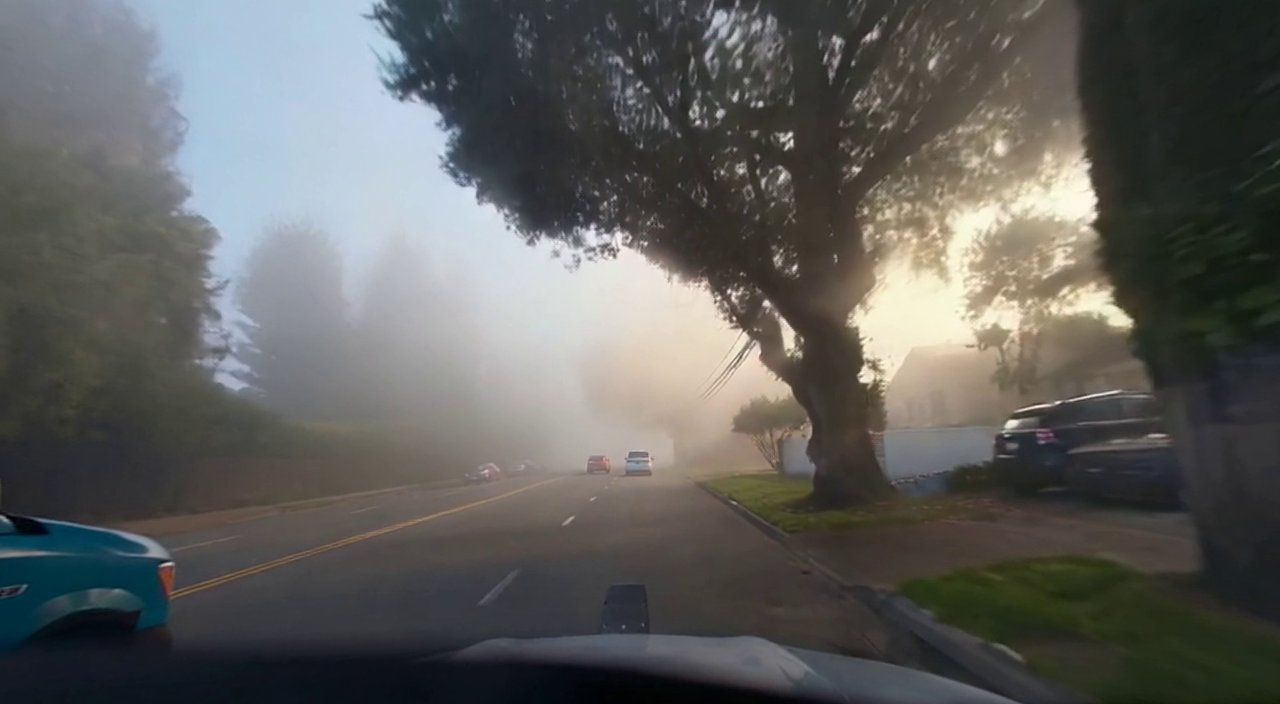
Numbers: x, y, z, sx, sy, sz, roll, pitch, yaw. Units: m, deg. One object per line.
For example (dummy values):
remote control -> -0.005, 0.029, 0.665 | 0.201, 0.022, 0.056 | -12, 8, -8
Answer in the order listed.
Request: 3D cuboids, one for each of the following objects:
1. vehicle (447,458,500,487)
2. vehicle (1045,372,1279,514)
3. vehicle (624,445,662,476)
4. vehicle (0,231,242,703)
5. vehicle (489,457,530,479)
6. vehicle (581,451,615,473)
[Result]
vehicle -> -9.815, 7.150, 37.517 | 1.879, 1.494, 4.445 | -2, -9, 1
vehicle -> 8.884, 1.283, 9.537 | 3.992, 1.722, 1.911 | -6, -9, 2
vehicle -> 0.205, 6.359, 37.193 | 2.120, 1.718, 3.909 | 0, -9, 0
vehicle -> -3.362, 0.397, 0.424 | 2.336, 2.152, 5.866 | 0, -9, 0
vehicle -> -9.606, 8.602, 46.873 | 2.068, 1.480, 4.641 | 0, -9, 0
vehicle -> -2.917, 7.777, 44.640 | 1.968, 1.472, 4.489 | 0, -9, 2
